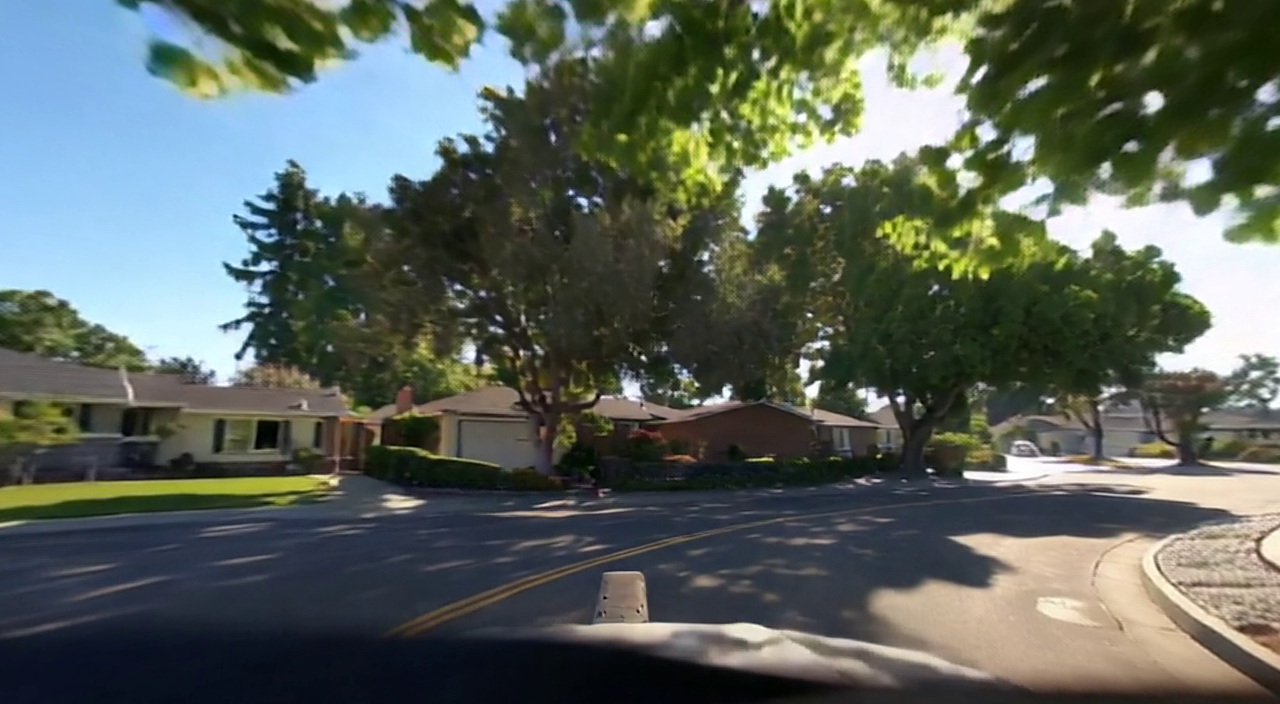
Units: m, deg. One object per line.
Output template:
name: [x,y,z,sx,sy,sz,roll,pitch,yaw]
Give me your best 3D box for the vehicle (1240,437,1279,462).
vehicle: [47.196,7.295,47.502,4.329,1.442,1.819,-1,-7,-33]
